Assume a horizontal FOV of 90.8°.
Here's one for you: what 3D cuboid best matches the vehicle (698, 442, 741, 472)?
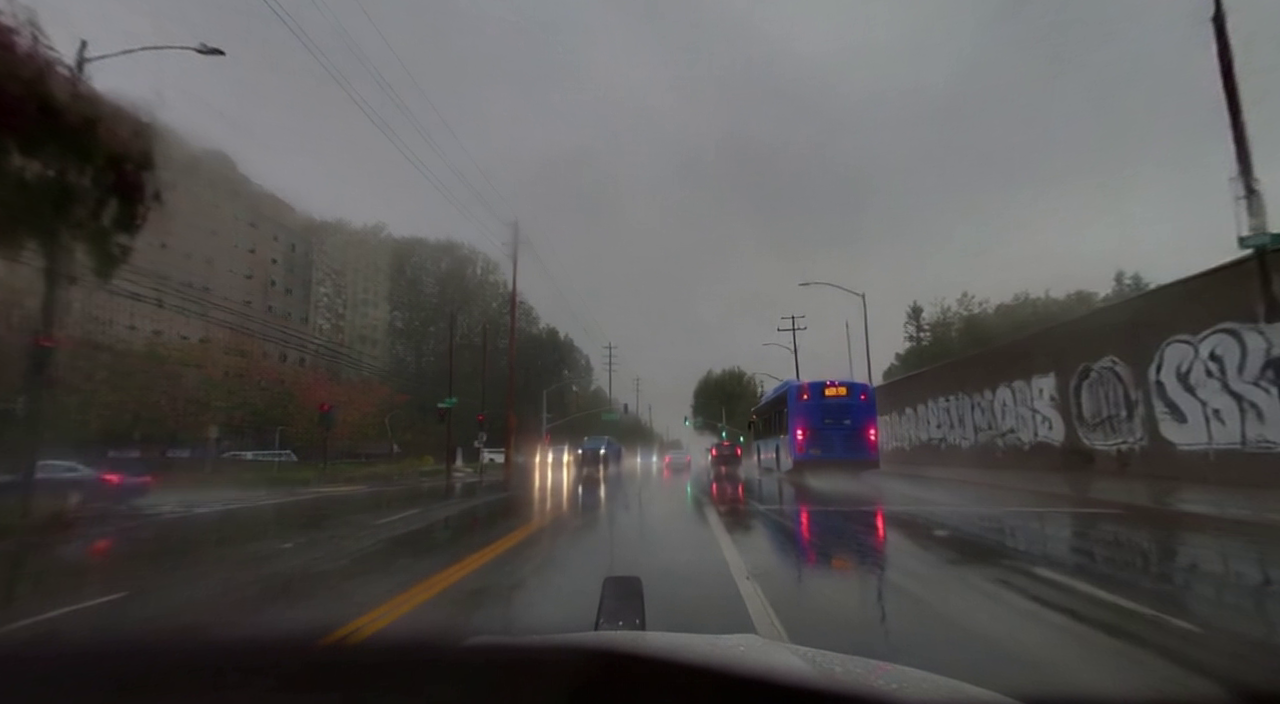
[{"bbox_3d":[4.269,5.677,34.342,1.961,1.470,4.196,-1,-8,3],"label":"vehicle"}]

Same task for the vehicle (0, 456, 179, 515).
[{"bbox_3d":[-16.385,3.825,18.281,4.420,1.544,2.018,0,-9,-2],"label":"vehicle"}]

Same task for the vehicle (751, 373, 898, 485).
[{"bbox_3d":[6.831,3.314,25.970,3.045,3.447,12.604,-1,-9,4],"label":"vehicle"}]

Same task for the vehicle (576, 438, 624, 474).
[{"bbox_3d":[-2.082,5.610,34.180,2.015,1.818,4.061,-1,-9,5],"label":"vehicle"}]
